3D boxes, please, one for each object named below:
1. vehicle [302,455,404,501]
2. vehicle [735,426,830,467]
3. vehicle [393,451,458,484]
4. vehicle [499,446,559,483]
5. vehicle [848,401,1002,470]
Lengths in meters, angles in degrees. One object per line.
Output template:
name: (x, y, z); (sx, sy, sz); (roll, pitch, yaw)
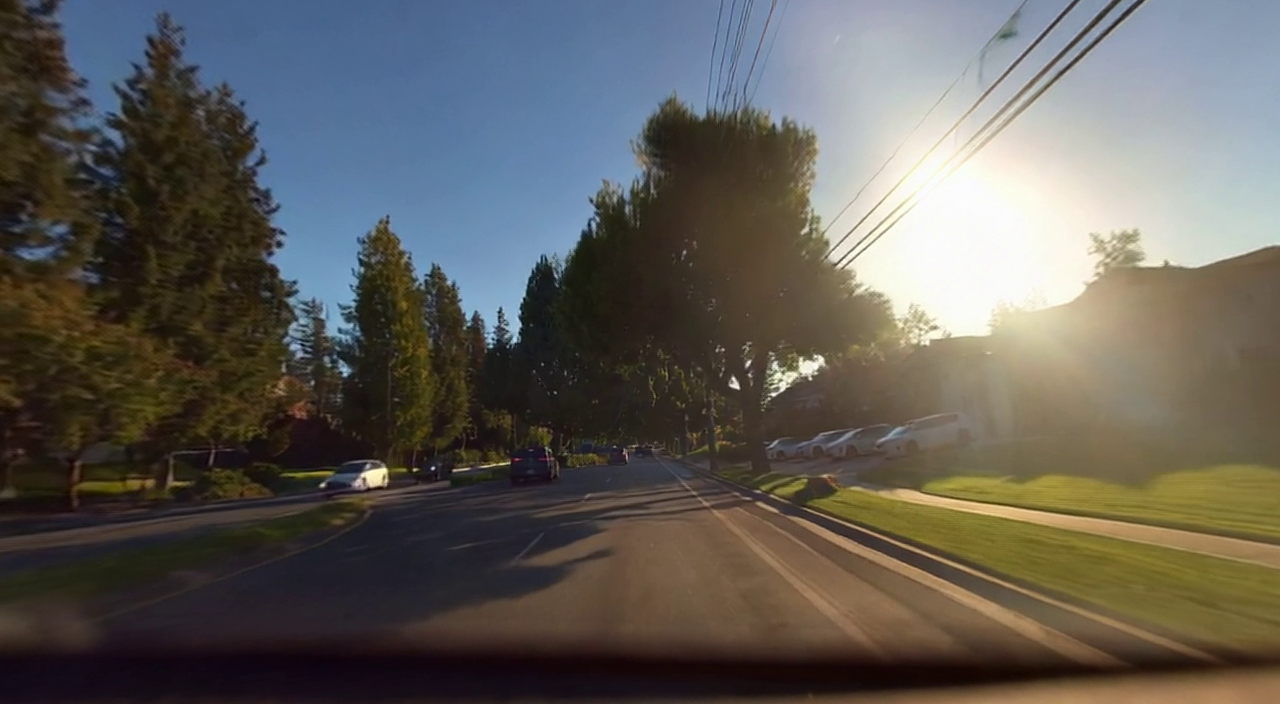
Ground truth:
vehicle: (-10.746, 4.711, 24.035); (2.048, 1.481, 4.543); (0, -9, -4)
vehicle: (8.283, 5.577, 36.964); (4.840, 1.583, 2.324); (-8, -9, -3)
vehicle: (-12.528, 6.735, 37.130); (2.077, 1.713, 4.715); (-1, -9, 1)
vehicle: (-4.858, 4.990, 28.200); (2.084, 1.466, 4.522); (0, -9, -2)
vehicle: (10.789, 3.233, 24.155); (4.610, 1.853, 2.265); (-8, -9, -3)
